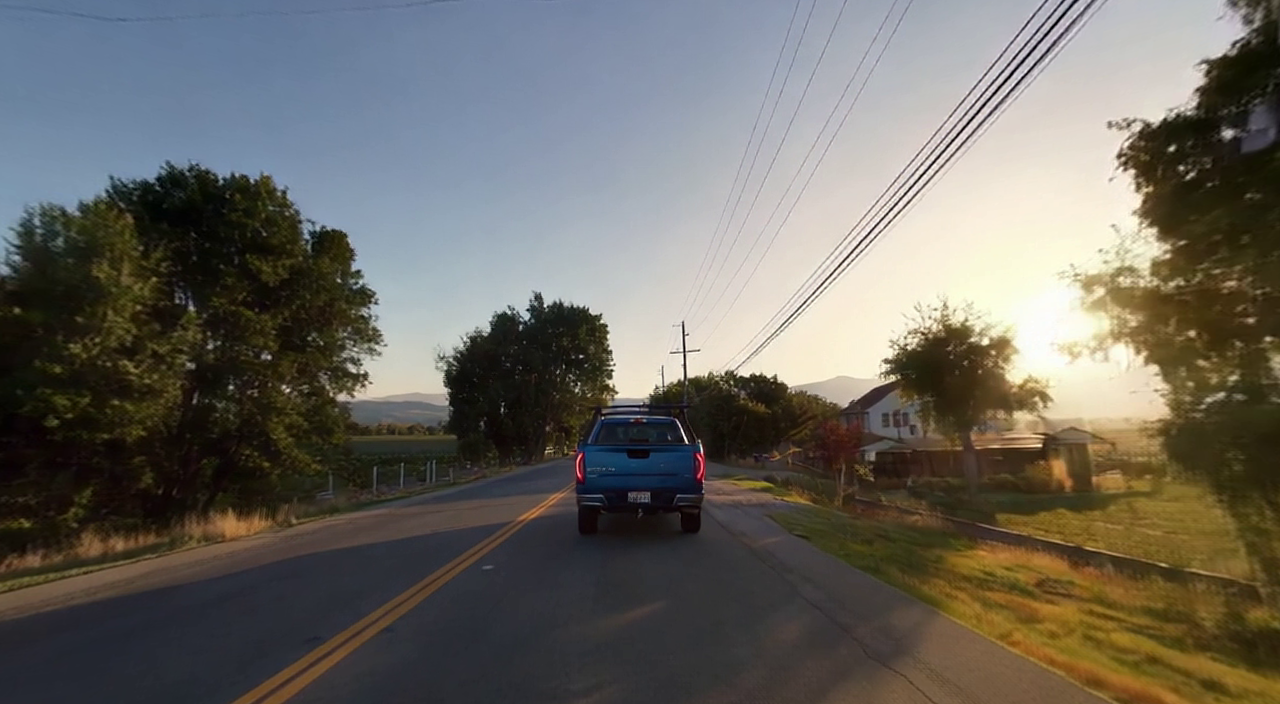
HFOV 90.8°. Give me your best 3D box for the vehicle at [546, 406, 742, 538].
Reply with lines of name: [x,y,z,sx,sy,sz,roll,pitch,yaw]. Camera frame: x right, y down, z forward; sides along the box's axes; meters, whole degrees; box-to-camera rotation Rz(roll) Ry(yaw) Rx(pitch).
vehicle: [-0.008,2.138,11.987,2.774,1.861,5.885,0,-8,-1]
